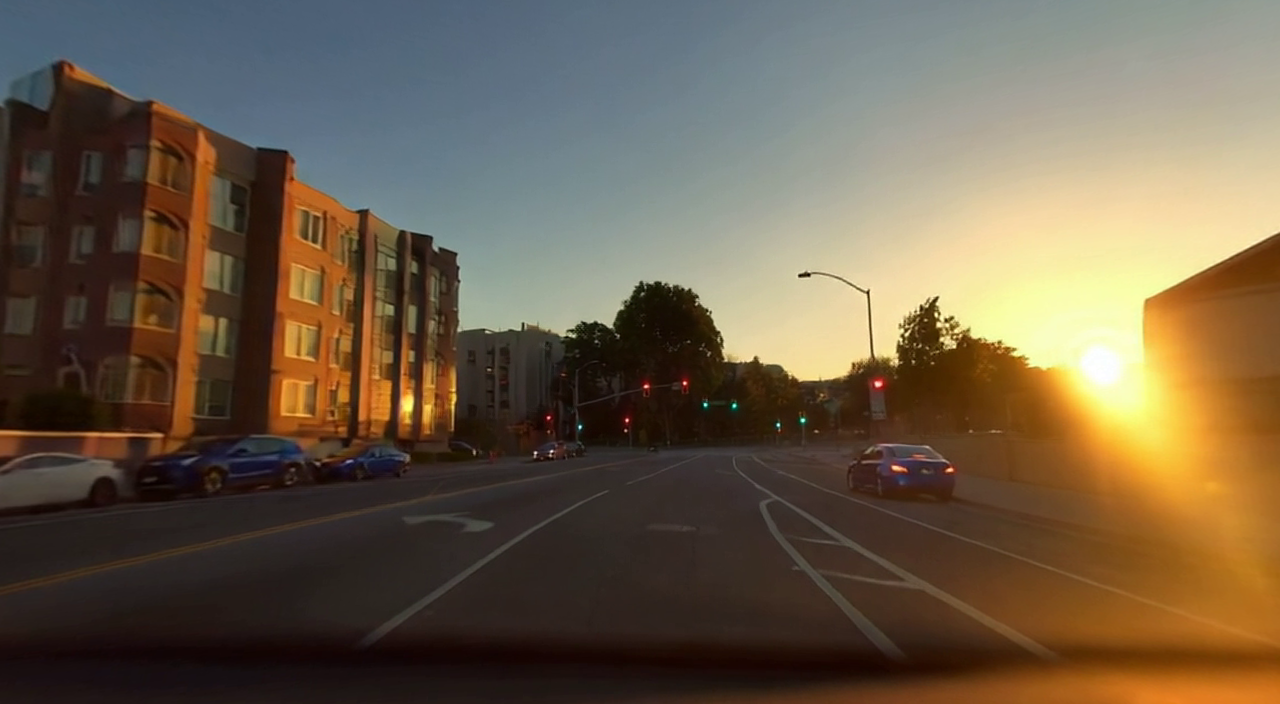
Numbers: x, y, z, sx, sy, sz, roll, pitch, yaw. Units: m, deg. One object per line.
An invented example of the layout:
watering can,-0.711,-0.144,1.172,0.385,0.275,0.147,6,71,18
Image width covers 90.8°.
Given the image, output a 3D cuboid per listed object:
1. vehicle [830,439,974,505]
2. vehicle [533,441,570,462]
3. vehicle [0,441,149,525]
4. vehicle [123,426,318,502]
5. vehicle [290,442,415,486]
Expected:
vehicle,6.723,3.098,16.970,2.010,1.473,5.353,-1,-8,5
vehicle,-6.873,7.777,49.383,1.868,1.520,3.796,-1,-8,7
vehicle,-12.424,2.508,12.359,1.830,1.497,4.436,-1,-8,4
vehicle,-11.745,3.151,18.211,2.083,1.882,4.642,-1,-8,6
vehicle,-10.782,4.218,24.199,1.894,1.493,4.902,-1,-8,9
